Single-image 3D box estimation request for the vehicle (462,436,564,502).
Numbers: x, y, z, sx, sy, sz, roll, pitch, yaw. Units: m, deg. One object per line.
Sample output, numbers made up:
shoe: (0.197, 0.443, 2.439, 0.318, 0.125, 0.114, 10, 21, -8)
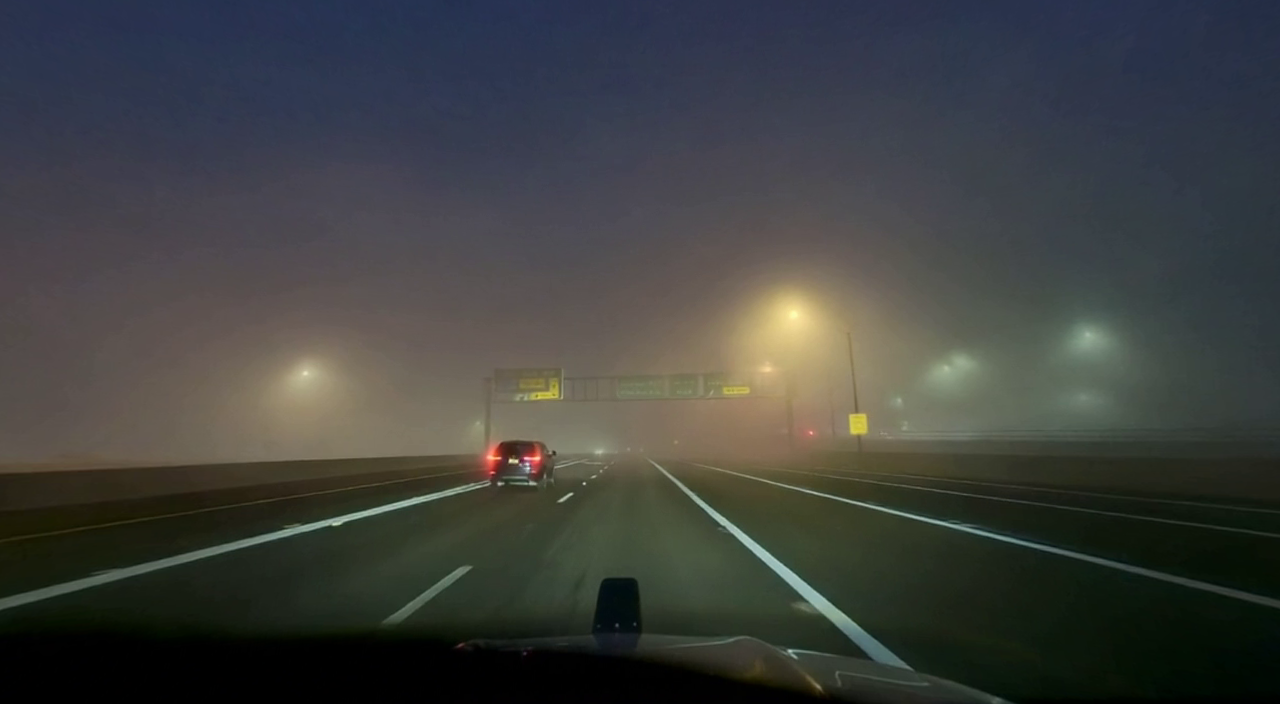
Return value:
vehicle: (-3.592, 3.388, 18.780, 2.178, 1.699, 4.321, 0, -8, 0)
